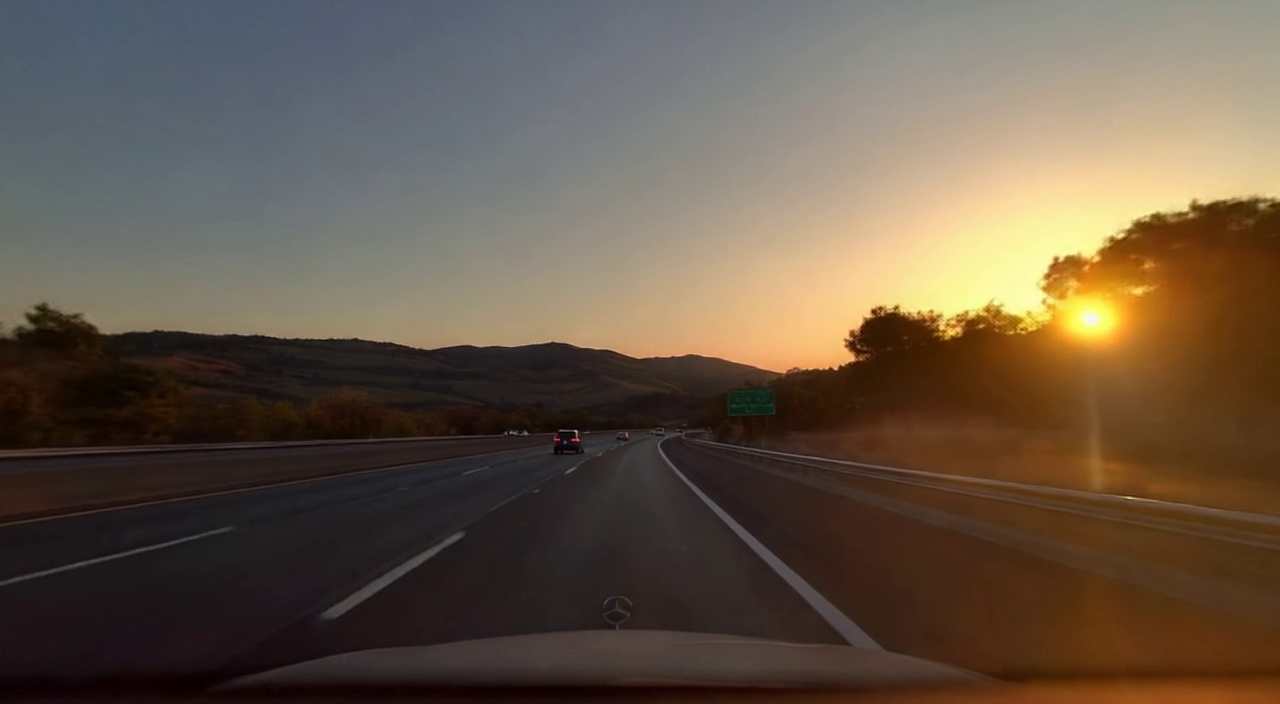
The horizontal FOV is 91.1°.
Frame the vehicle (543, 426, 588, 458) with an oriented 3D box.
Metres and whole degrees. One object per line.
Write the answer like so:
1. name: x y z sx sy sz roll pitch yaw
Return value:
1. vehicle: -4.222 5.175 36.405 1.980 1.721 4.419 0 -8 1
